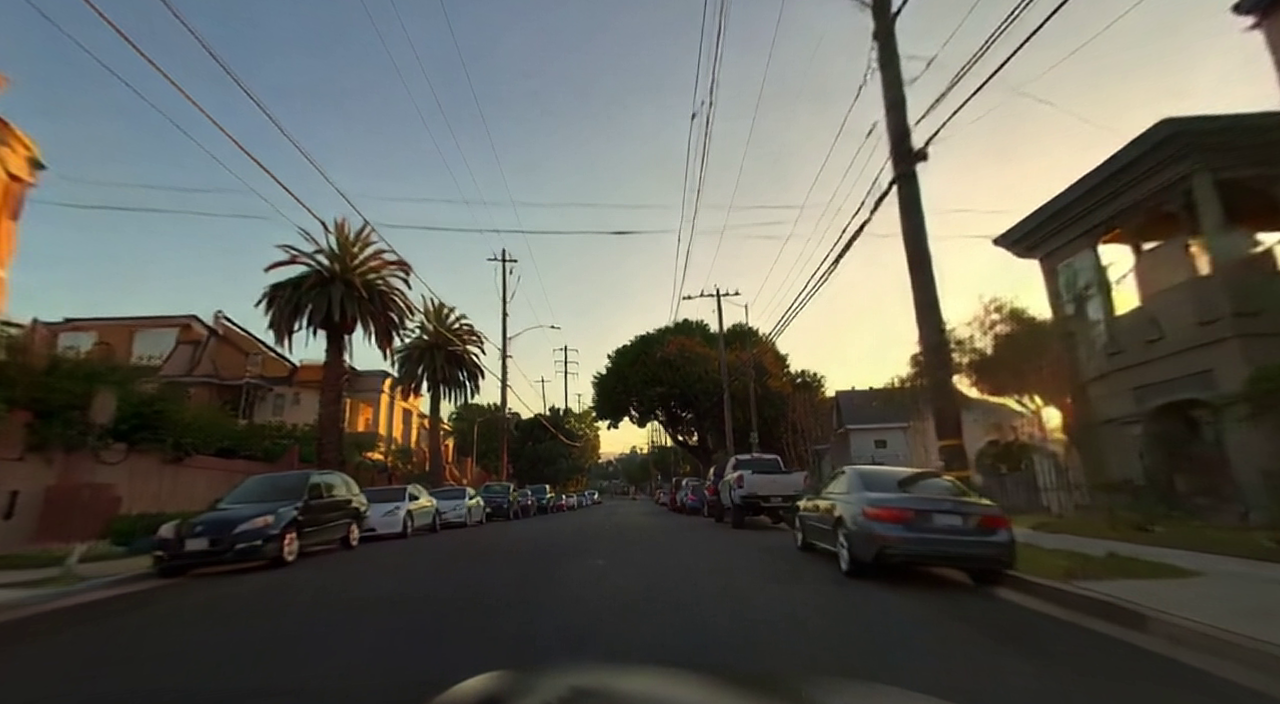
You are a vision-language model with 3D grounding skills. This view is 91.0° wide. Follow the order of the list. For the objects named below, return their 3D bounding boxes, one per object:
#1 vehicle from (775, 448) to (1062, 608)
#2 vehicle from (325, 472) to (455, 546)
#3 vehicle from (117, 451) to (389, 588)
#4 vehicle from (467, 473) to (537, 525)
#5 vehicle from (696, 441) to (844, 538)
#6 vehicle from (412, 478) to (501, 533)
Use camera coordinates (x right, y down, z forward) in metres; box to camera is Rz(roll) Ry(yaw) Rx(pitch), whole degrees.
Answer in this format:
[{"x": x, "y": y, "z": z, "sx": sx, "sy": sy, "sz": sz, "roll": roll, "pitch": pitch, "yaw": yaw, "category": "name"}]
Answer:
[{"x": 3.062, "y": 1.962, "z": 7.962, "sx": 1.756, "sy": 1.455, "sz": 3.965, "roll": 0, "pitch": -8, "yaw": -1, "category": "vehicle"}, {"x": -6.562, "y": 4.131, "z": 17.107, "sx": 1.841, "sy": 1.491, "sz": 4.525, "roll": 0, "pitch": -8, "yaw": -2, "category": "vehicle"}, {"x": -6.506, "y": 2.773, "z": 11.531, "sx": 1.933, "sy": 1.824, "sz": 5.142, "roll": 0, "pitch": -8, "yaw": -3, "category": "vehicle"}, {"x": -6.214, "y": 6.665, "z": 28.991, "sx": 2.349, "sy": 1.952, "sz": 4.848, "roll": 0, "pitch": -8, "yaw": -3, "category": "vehicle"}, {"x": 2.948, "y": 3.269, "z": 16.059, "sx": 2.268, "sy": 1.953, "sz": 6.124, "roll": 0, "pitch": -8, "yaw": -2, "category": "vehicle"}, {"x": -6.356, "y": 5.340, "z": 22.359, "sx": 1.874, "sy": 1.449, "sz": 4.622, "roll": 0, "pitch": -8, "yaw": -2, "category": "vehicle"}]
